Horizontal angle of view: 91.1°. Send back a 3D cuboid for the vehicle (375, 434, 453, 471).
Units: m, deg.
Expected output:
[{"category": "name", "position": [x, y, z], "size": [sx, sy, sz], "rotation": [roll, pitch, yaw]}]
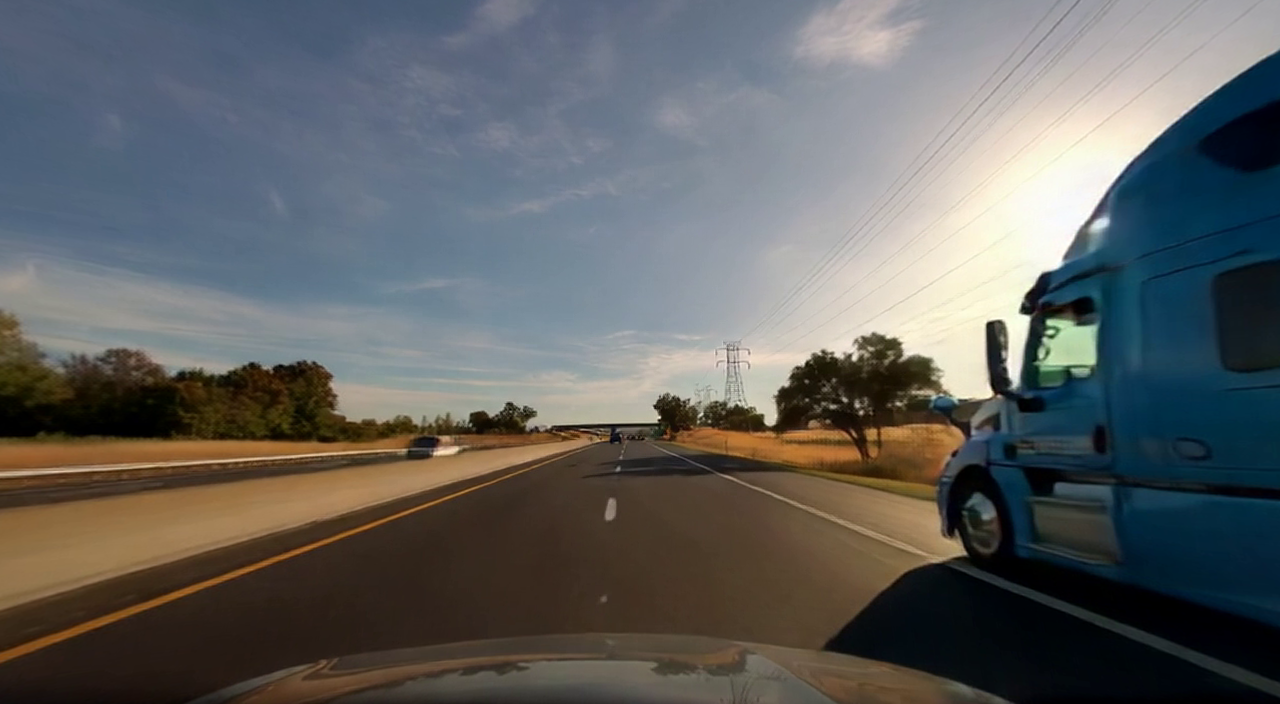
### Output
[{"category": "vehicle", "position": [-9.922, 4.422, 28.007], "size": [1.879, 1.461, 4.558], "rotation": [0, -8, -1]}]
